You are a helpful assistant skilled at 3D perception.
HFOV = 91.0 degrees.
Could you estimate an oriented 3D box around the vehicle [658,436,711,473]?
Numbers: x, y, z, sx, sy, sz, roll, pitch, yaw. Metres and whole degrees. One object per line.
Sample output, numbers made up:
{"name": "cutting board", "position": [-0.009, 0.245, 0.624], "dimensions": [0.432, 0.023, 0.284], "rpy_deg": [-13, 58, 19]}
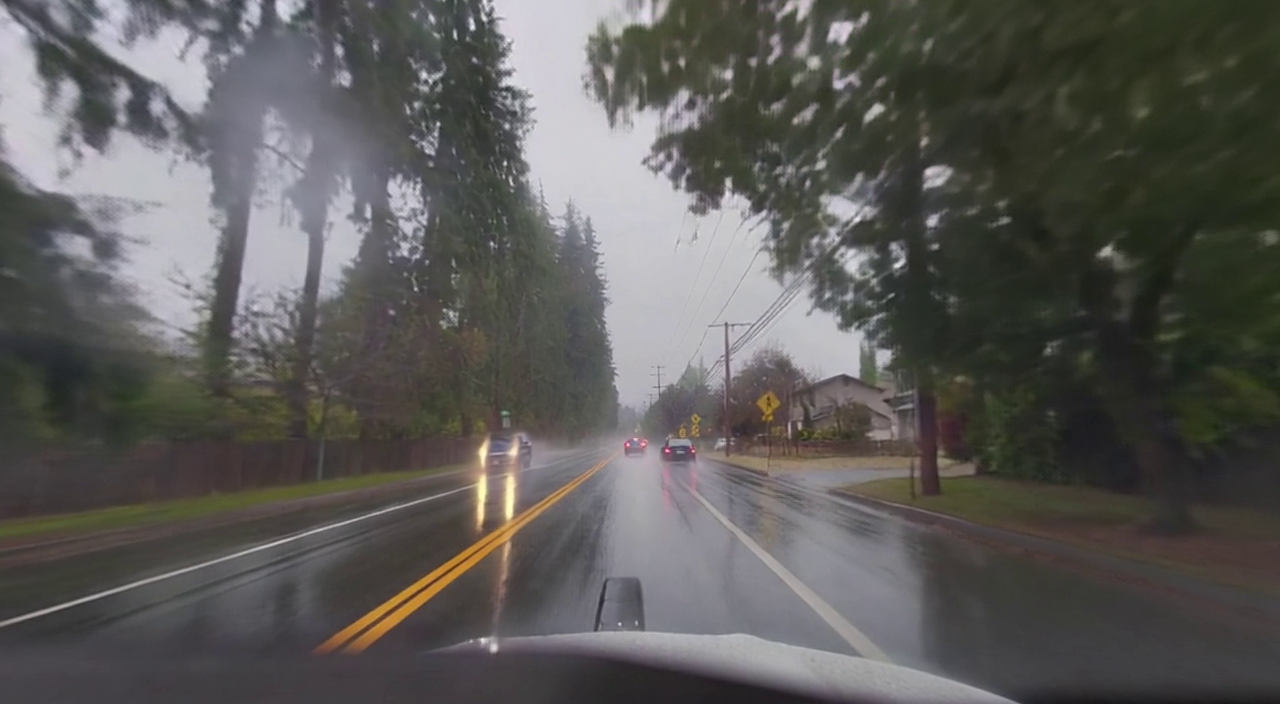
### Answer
{"name": "vehicle", "position": [1.892, 4.517, 27.890], "dimensions": [1.975, 1.497, 3.647], "rpy_deg": [0, -8, -2]}

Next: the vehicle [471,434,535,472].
{"name": "vehicle", "position": [-7.133, 5.342, 33.412], "dimensions": [2.352, 1.857, 4.690], "rpy_deg": [0, -8, 0]}
